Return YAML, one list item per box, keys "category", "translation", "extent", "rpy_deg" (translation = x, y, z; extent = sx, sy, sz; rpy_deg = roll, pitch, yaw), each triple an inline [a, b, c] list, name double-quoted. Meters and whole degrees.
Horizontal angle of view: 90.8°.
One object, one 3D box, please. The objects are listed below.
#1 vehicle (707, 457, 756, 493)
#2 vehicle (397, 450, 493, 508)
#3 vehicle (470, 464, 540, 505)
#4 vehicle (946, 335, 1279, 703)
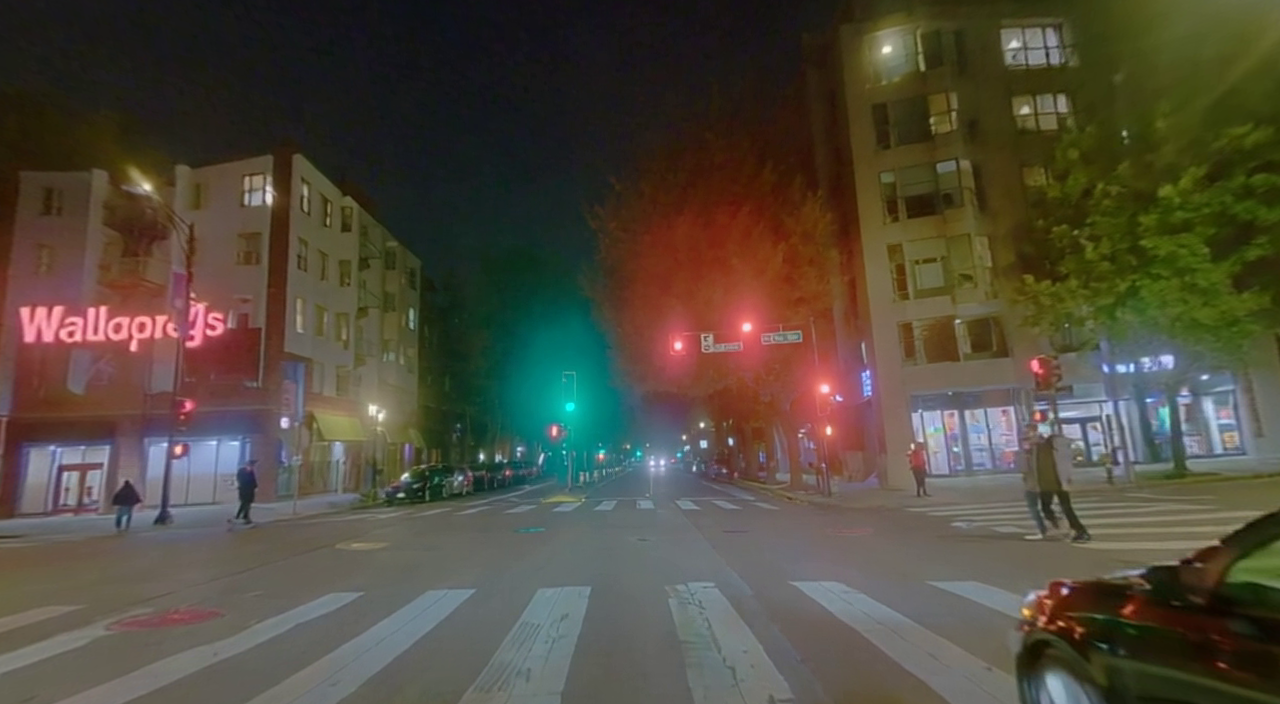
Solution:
- category: "vehicle"
  translation: [5.205, 7.048, 36.586]
  extent: [2.010, 1.844, 4.386]
  rpy_deg: [0, -8, -2]
- category: "vehicle"
  translation: [-8.791, 5.718, 29.202]
  extent: [2.489, 2.323, 5.843]
  rpy_deg: [0, -8, 0]
- category: "vehicle"
  translation: [-5.749, 5.693, 27.466]
  extent: [1.983, 1.438, 4.559]
  rpy_deg: [0, -8, 1]
- category: "vehicle"
  translation: [2.730, 0.861, 2.287]
  extent: [1.822, 1.654, 2.794]
  rpy_deg: [0, -8, 1]
